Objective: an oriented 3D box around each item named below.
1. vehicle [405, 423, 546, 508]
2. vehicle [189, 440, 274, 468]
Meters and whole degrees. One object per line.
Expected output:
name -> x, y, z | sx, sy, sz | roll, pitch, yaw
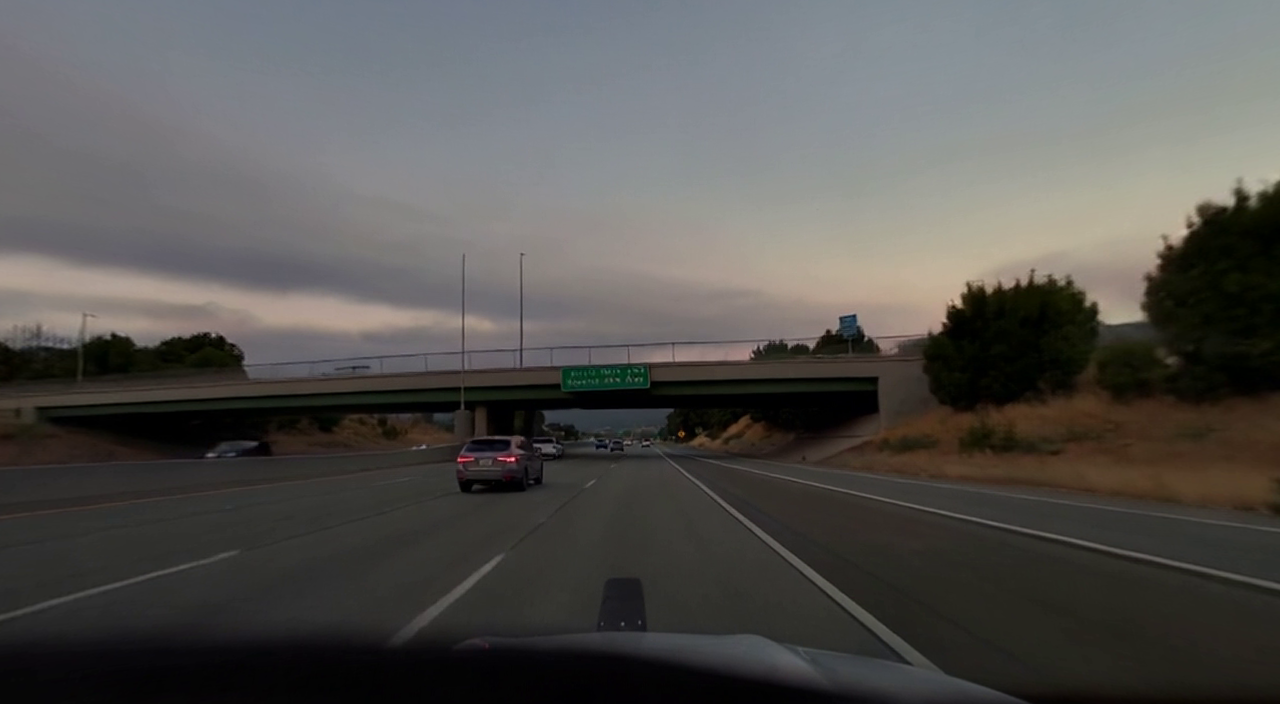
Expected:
vehicle -> -3.655, 2.615, 14.895 | 2.048, 1.705, 4.384 | 0, -8, 1
vehicle -> -29.345, 7.305, 45.393 | 2.213, 1.868, 5.794 | 0, -8, 1
